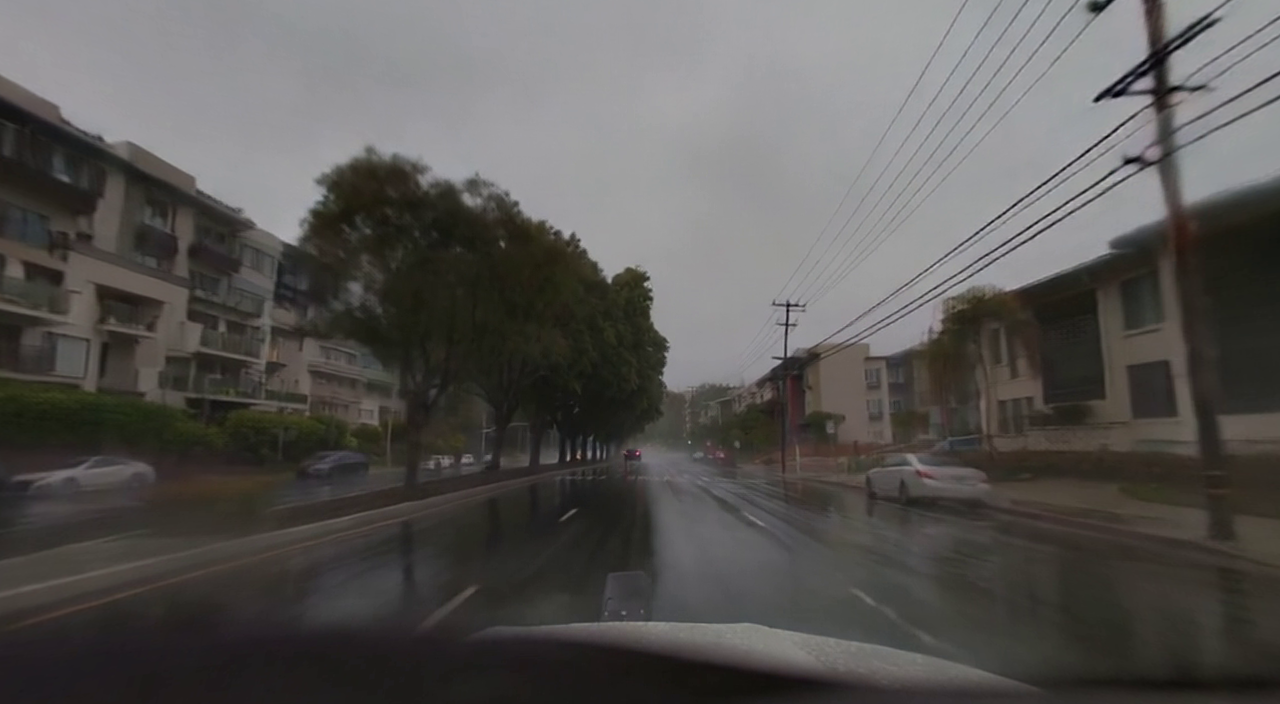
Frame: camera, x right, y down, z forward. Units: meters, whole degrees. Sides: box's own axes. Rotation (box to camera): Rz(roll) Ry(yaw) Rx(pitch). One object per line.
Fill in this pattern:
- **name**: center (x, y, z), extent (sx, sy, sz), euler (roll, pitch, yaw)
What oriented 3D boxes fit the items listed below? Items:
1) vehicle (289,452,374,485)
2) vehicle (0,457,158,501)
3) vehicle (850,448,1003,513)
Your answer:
- **vehicle**: center (-15.309, 5.786, 31.596), extent (1.873, 1.469, 4.442), euler (0, -8, 2)
- **vehicle**: center (-22.057, 4.973, 25.096), extent (1.906, 1.487, 4.773), euler (0, -8, 1)
- **vehicle**: center (7.438, 3.342, 16.987), extent (1.986, 1.467, 4.412), euler (0, -8, -1)
